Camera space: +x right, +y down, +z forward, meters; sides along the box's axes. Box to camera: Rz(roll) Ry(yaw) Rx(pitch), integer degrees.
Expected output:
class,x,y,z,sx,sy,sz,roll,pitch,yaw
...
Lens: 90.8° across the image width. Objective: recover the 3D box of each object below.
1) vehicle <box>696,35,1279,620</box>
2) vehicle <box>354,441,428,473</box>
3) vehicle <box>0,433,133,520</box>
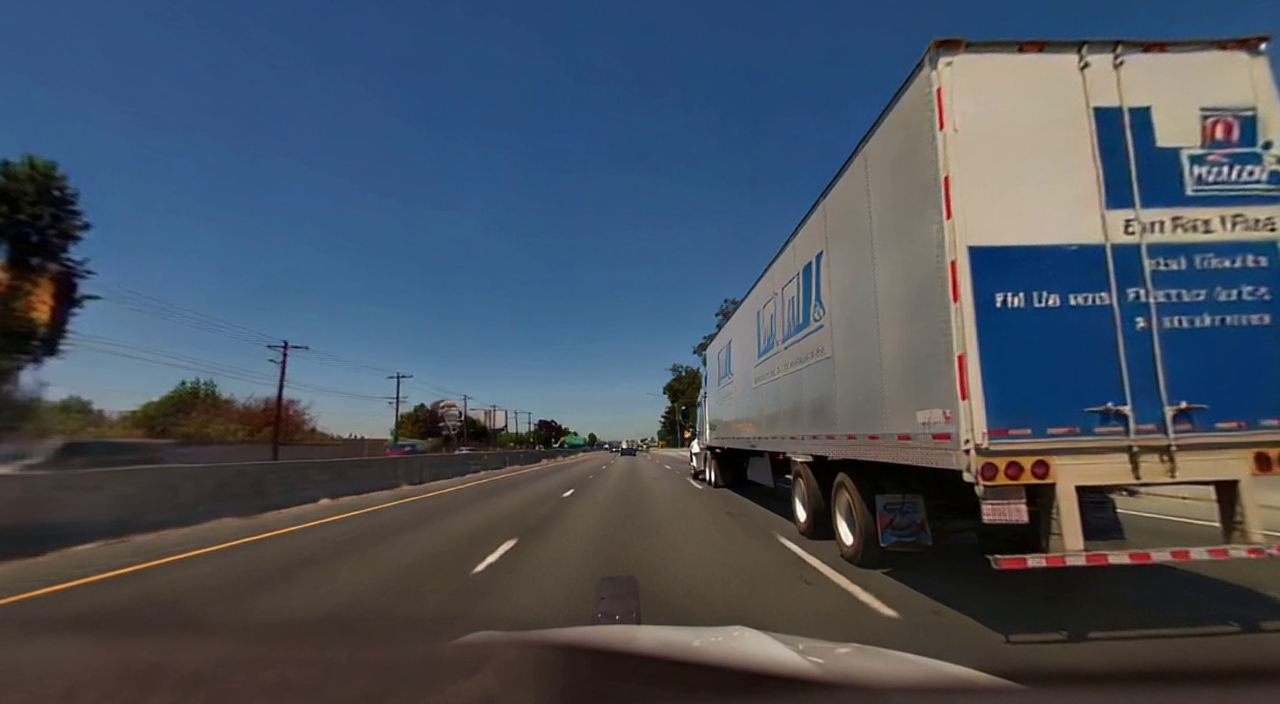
class,x,y,z,sx,sy,sz,roll,pitch,yaw
vehicle,3.620,0.948,13.155,2.891,4.387,17.121,0,-9,-1
vehicle,-14.781,6.262,37.948,2.203,1.736,5.504,0,-9,0
vehicle,-10.908,2.110,10.880,1.545,1.369,3.358,0,-9,-1
